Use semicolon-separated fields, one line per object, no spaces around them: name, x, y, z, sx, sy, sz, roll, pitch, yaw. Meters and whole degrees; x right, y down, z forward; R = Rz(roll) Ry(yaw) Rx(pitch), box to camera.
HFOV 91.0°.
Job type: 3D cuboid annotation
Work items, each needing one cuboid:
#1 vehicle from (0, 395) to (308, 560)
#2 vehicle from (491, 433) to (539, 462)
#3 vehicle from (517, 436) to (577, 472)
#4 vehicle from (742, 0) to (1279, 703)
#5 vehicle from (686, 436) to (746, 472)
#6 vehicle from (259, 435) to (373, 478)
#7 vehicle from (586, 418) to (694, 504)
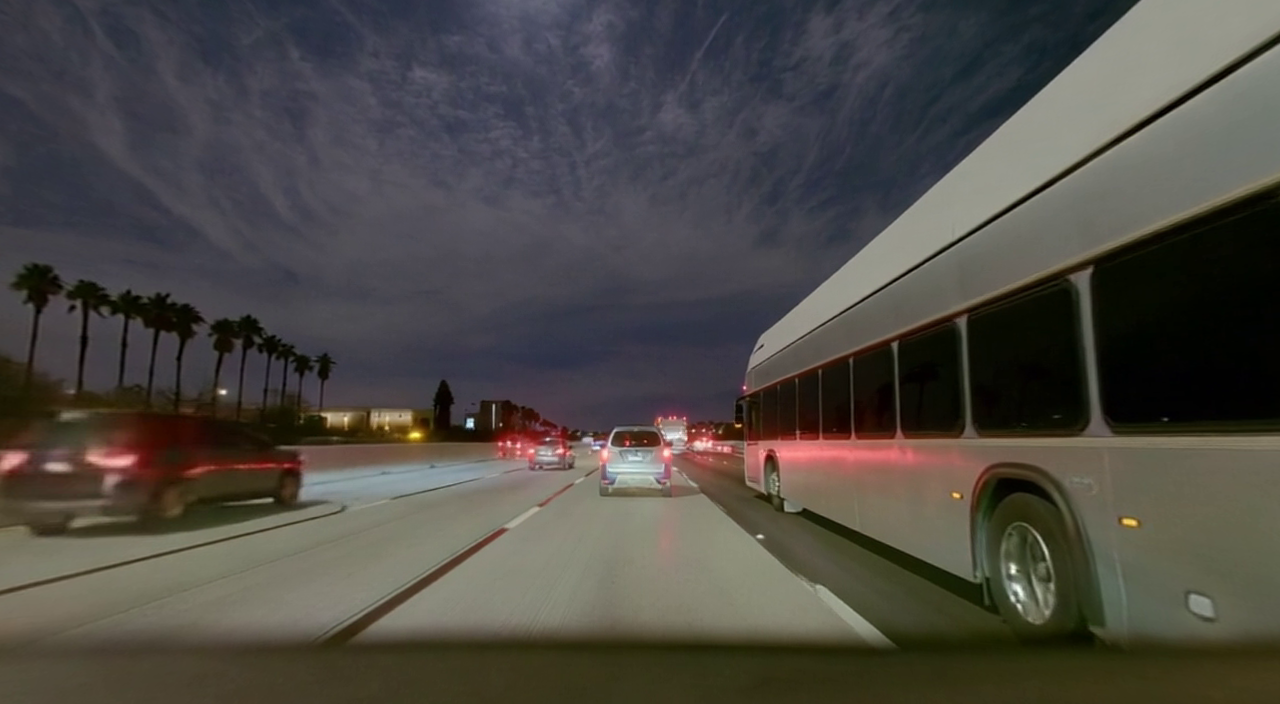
vehicle;-7.488;1.743;9.446;2.215;1.795;4.966;0;-9;1
vehicle;-7.944;6.139;40.526;2.066;1.779;4.706;0;-9;1
vehicle;-4.305;4.835;29.981;2.040;1.536;4.680;0;-9;1
vehicle;3.950;0.541;7.675;3.020;3.622;14.302;0;-9;0
vehicle;3.355;4.631;28.721;2.039;1.516;4.521;0;-9;-2
vehicle;-12.515;4.072;24.735;1.961;1.493;4.784;0;-9;0
vehicle;0.035;2.610;15.399;2.268;1.796;4.280;0;-9;1
